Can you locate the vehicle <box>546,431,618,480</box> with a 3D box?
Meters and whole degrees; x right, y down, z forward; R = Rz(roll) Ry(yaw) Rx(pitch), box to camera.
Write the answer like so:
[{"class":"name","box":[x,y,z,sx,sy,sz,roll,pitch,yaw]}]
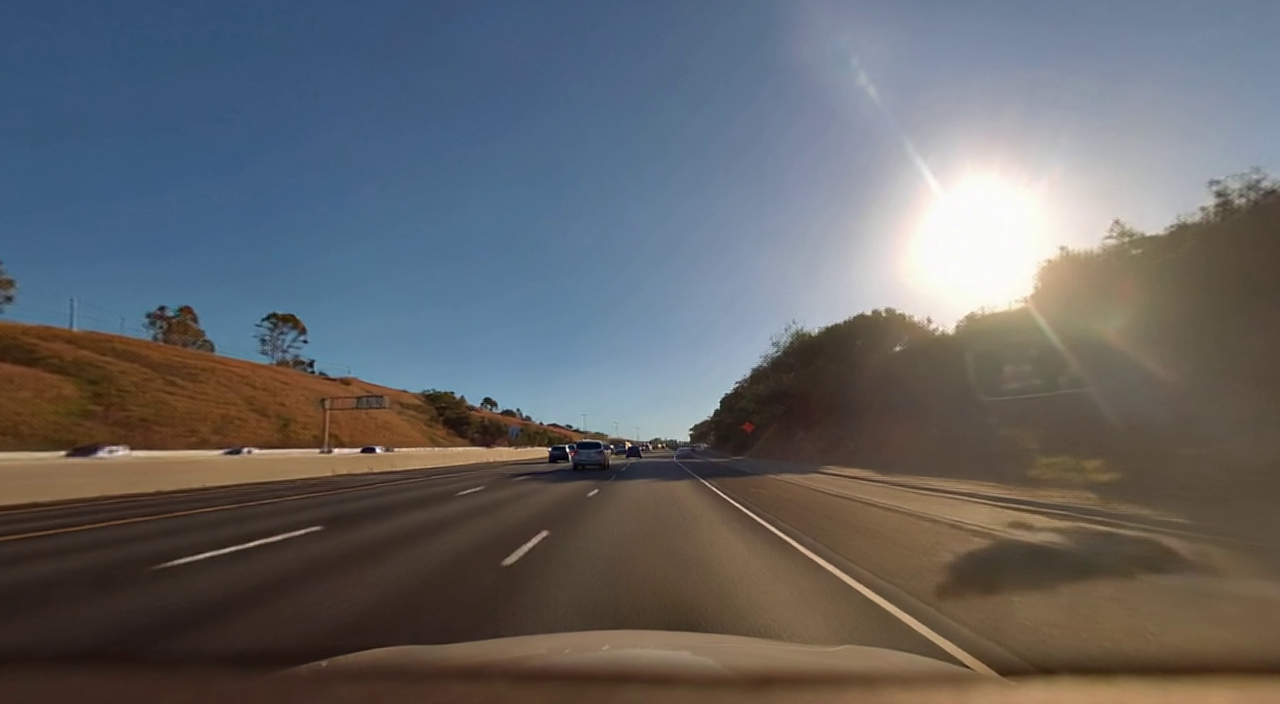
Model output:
[{"class":"vehicle","box":[-2.332,4.388,26.871,2.413,1.896,5.218,0,-8,2]}]
